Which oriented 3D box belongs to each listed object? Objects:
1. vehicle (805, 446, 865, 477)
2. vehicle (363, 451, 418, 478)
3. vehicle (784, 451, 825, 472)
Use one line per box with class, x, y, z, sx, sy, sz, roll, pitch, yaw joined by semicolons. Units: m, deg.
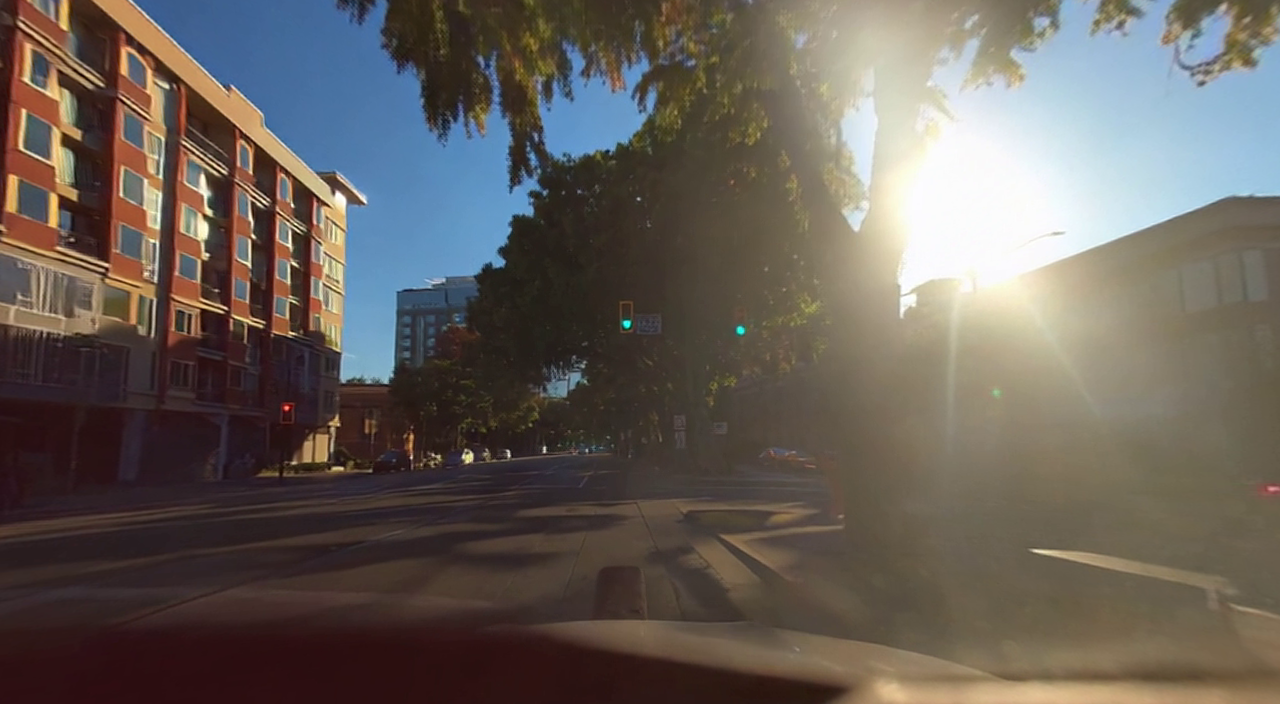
vehicle;12.526;7.030;40.872;2.181;1.876;4.723;1;-8;-2
vehicle;-17.052;7.706;43.442;2.075;1.708;4.335;0;-8;-2
vehicle;12.298;8.213;47.393;1.802;1.444;4.318;0;-8;-2
